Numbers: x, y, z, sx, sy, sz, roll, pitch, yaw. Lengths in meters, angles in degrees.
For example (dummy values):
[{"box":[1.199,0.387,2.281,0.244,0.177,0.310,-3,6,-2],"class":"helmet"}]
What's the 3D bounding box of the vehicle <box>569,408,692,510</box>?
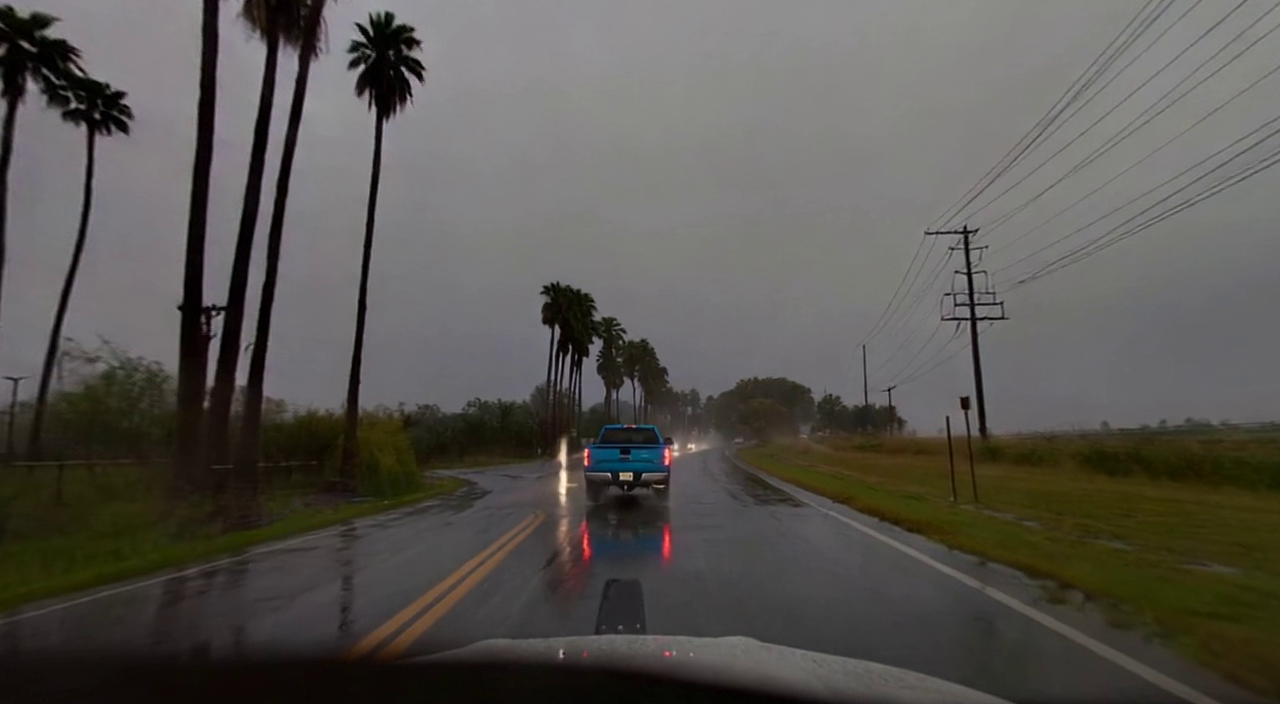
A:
[{"box":[-0.257,2.784,16.895,2.693,2.223,5.885,0,-8,-1],"class":"vehicle"}]
